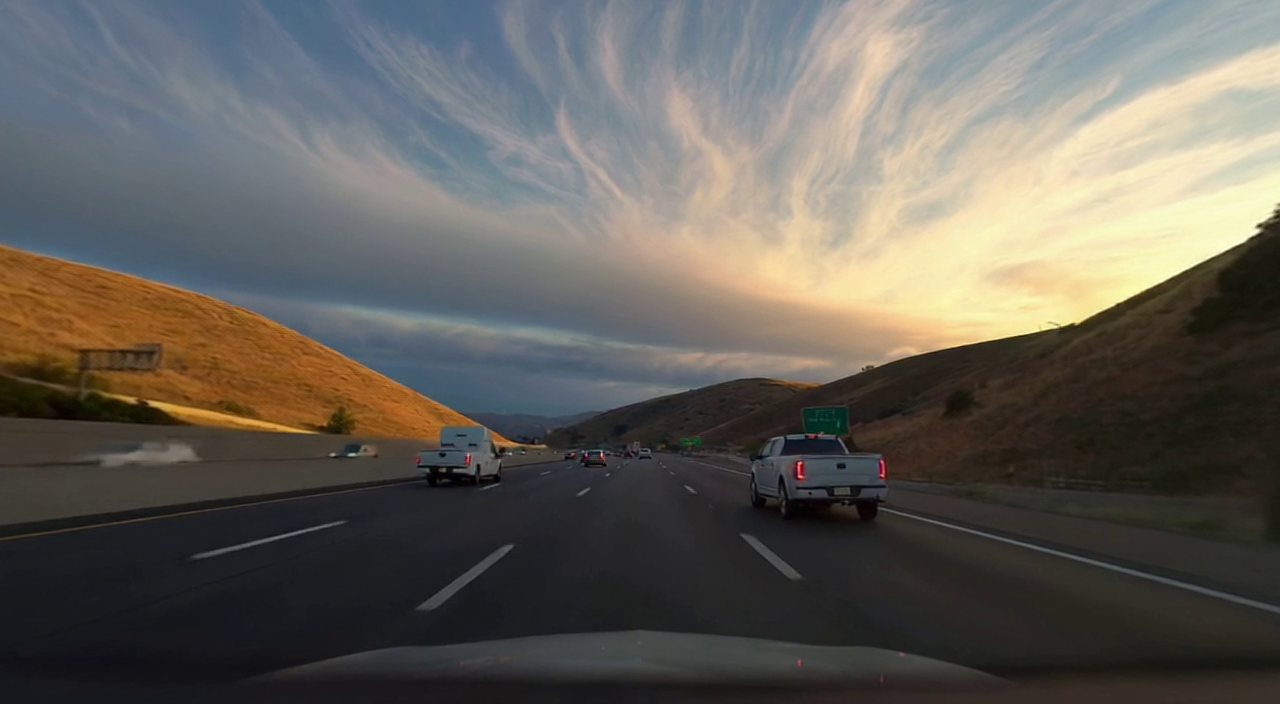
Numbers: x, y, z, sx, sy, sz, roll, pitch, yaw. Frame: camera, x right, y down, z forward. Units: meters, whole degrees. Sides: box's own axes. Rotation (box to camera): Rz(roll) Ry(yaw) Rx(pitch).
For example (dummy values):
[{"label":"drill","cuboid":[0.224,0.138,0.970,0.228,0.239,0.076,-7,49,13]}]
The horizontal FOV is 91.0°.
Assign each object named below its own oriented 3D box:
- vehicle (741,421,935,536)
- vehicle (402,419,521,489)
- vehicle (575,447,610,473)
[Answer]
[{"label":"vehicle","cuboid":[3.494,2.356,12.296,2.231,1.789,4.700,0,-9,0]},{"label":"vehicle","cuboid":[-7.097,4.216,26.232,2.937,2.509,7.090,0,-9,-1]},{"label":"vehicle","cuboid":[-3.114,7.196,42.214,2.009,1.593,4.378,0,-9,0]}]
